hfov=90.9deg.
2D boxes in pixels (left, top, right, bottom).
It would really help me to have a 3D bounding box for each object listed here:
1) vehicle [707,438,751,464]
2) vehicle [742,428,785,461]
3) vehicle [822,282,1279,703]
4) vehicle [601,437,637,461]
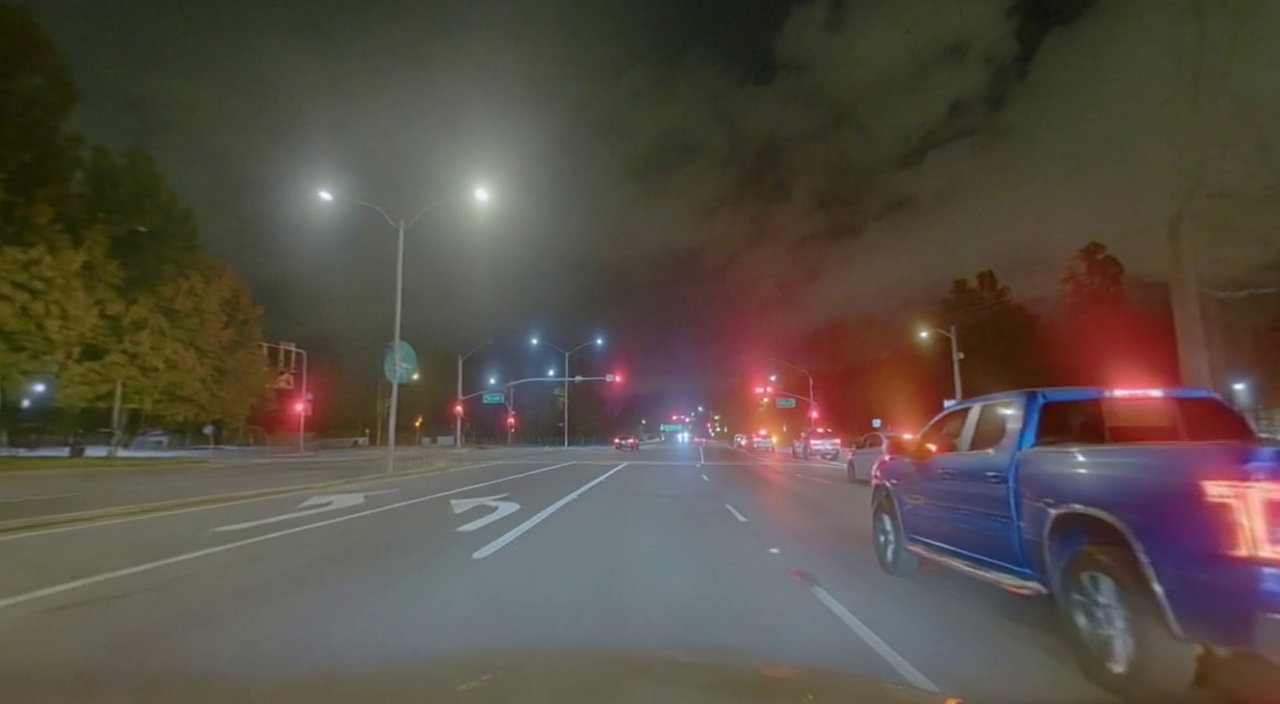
[{"bbox_3d":[5.596,6.284,40.252,2.292,1.563,4.734,0,-8,2],"label":"vehicle"},{"bbox_3d":[8.844,6.678,45.612,2.186,2.202,5.426,0,-8,3],"label":"vehicle"},{"bbox_3d":[3.238,0.968,4.170,2.333,1.777,5.713,0,-8,0],"label":"vehicle"},{"bbox_3d":[-1.386,6.636,43.338,1.958,1.542,4.175,-1,-8,5],"label":"vehicle"}]
